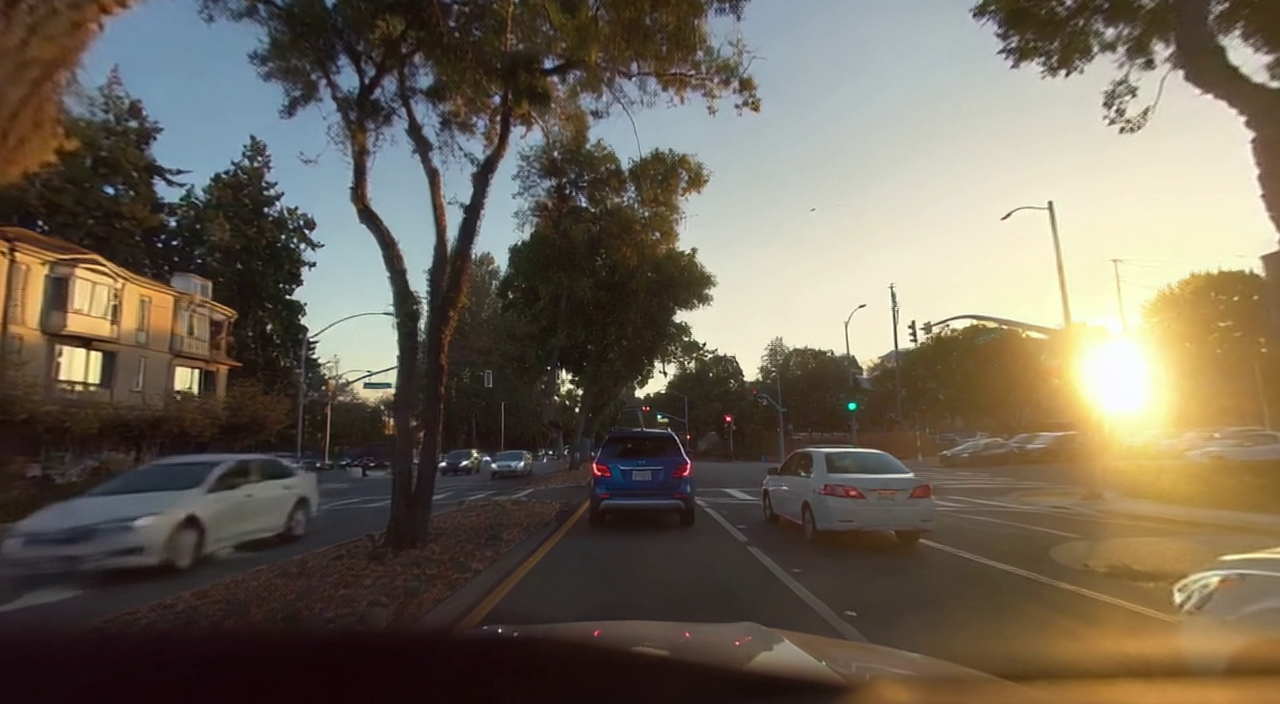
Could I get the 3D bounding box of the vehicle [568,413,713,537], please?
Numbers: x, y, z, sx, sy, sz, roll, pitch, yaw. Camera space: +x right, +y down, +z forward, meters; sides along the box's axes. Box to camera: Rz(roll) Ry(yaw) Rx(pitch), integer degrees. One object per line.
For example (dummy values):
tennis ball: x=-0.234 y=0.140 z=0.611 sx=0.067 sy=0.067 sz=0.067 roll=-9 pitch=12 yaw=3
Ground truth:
vehicle: x=-0.029 y=2.265 z=12.108 sx=2.296 sy=1.947 sz=4.168 roll=0 pitch=-9 yaw=-1

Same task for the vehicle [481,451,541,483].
vehicle: x=-6.503 y=5.844 z=32.227 sx=2.054 sy=1.478 sz=4.584 roll=0 pitch=-9 yaw=1

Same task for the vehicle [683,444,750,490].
vehicle: x=3.055 y=4.704 z=26.141 sx=2.138 sy=1.729 sz=4.178 roll=0 pitch=-9 yaw=-2

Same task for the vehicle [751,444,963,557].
vehicle: x=3.308 y=2.325 z=10.681 sx=1.900 sy=1.478 sz=4.425 roll=0 pitch=-9 yaw=-2

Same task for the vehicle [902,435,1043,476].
vehicle: x=13.525 y=4.231 z=25.753 sx=4.648 sy=1.583 sz=2.018 roll=0 pitch=-9 yaw=-2

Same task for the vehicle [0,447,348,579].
vehicle: x=-6.592 y=2.212 z=9.620 sx=1.981 sy=1.478 sz=4.701 roll=0 pitch=-9 yaw=0

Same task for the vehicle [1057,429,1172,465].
vehicle: x=26.519 y=5.336 z=35.211 sx=4.704 sy=1.919 sz=2.130 roll=0 pitch=-9 yaw=-2

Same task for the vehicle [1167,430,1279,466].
vehicle: x=25.822 y=4.142 z=27.084 sx=4.420 sy=1.469 sz=1.807 roll=0 pitch=-9 yaw=1

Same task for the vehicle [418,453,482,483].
vehicle: x=-10.793 y=6.609 z=36.060 sx=2.206 sy=1.544 sz=4.740 roll=0 pitch=-9 yaw=0
